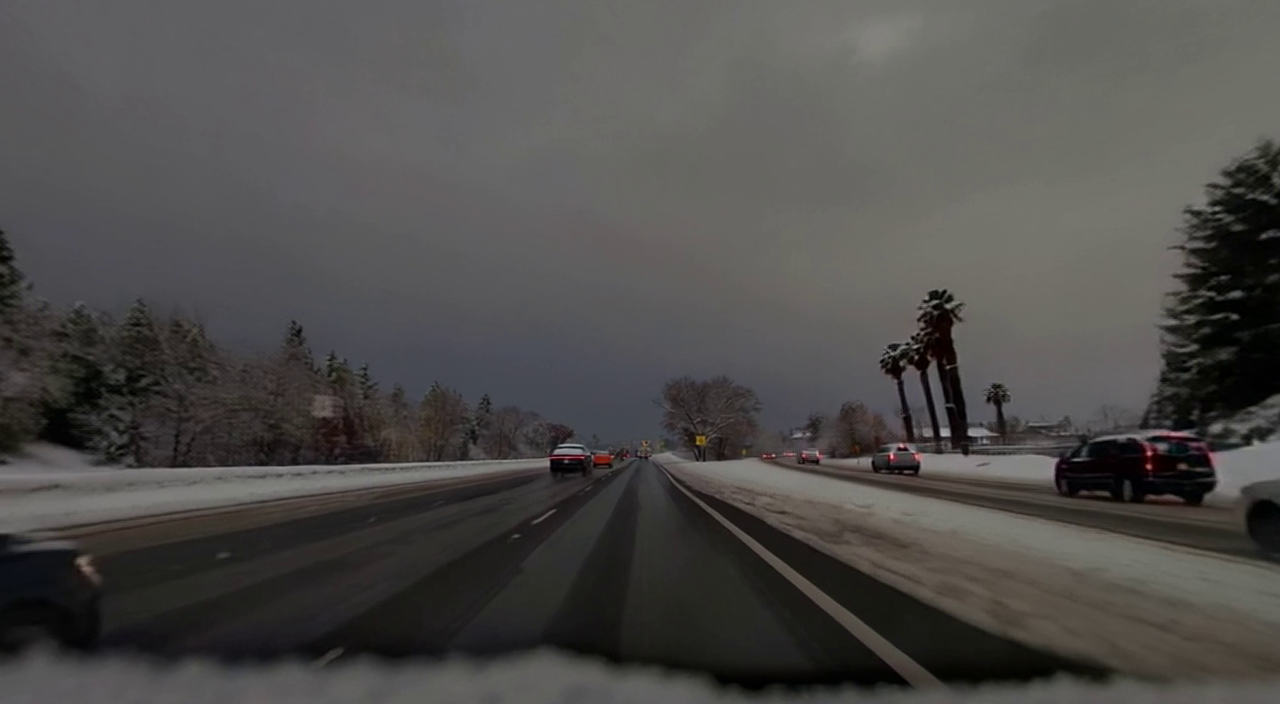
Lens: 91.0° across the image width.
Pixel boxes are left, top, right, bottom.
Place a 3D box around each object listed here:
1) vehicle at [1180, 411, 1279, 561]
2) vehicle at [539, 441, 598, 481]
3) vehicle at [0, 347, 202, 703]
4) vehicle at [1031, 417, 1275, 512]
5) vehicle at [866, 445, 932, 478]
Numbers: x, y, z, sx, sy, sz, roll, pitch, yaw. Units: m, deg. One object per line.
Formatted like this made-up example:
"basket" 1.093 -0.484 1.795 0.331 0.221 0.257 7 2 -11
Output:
"vehicle" 8.777 1.419 6.333 2.303 1.791 5.247 -1 -9 5
"vehicle" -3.701 5.779 33.776 2.420 1.937 5.916 0 -9 0
"vehicle" -3.946 0.678 1.601 2.162 1.747 4.791 0 -9 0
"vehicle" 13.312 2.970 17.023 2.330 2.132 5.338 -1 -9 5
"vehicle" 14.886 6.320 36.537 1.991 1.755 4.836 -1 -9 4
